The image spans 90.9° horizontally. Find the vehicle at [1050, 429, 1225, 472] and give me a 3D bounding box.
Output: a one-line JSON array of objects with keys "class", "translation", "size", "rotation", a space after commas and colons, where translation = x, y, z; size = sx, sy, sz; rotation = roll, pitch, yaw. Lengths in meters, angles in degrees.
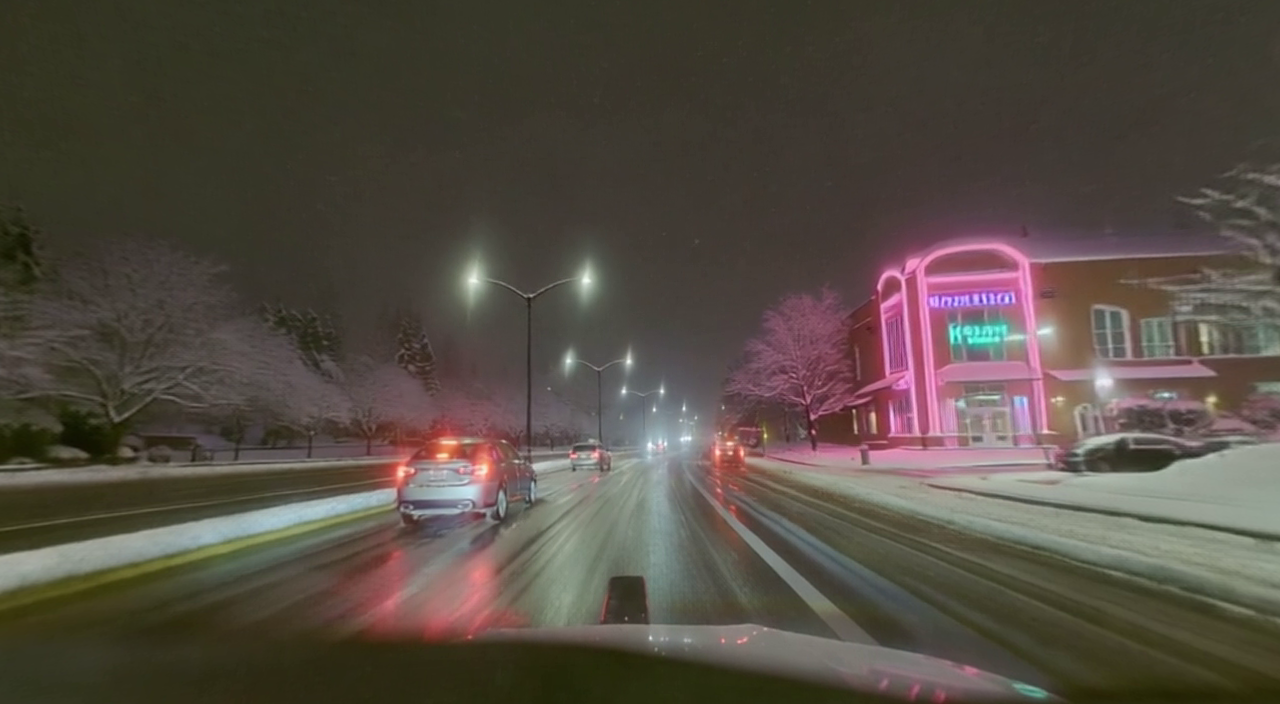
[{"class": "vehicle", "translation": [18.194, 3.622, 23.251], "size": [4.583, 1.491, 2.192], "rotation": [0, -8, -1]}]

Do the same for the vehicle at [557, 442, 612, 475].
[{"class": "vehicle", "translation": [-2.585, 5.061, 30.185], "size": [1.980, 1.454, 4.226], "rotation": [-1, -8, 4]}]

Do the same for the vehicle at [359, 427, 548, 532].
[{"class": "vehicle", "translation": [-3.153, 2.259, 11.809], "size": [2.118, 1.568, 4.436], "rotation": [0, -8, 1]}]

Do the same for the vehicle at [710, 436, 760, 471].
[{"class": "vehicle", "translation": [4.904, 5.326, 33.123], "size": [2.103, 1.699, 4.171], "rotation": [0, -8, 1]}]
